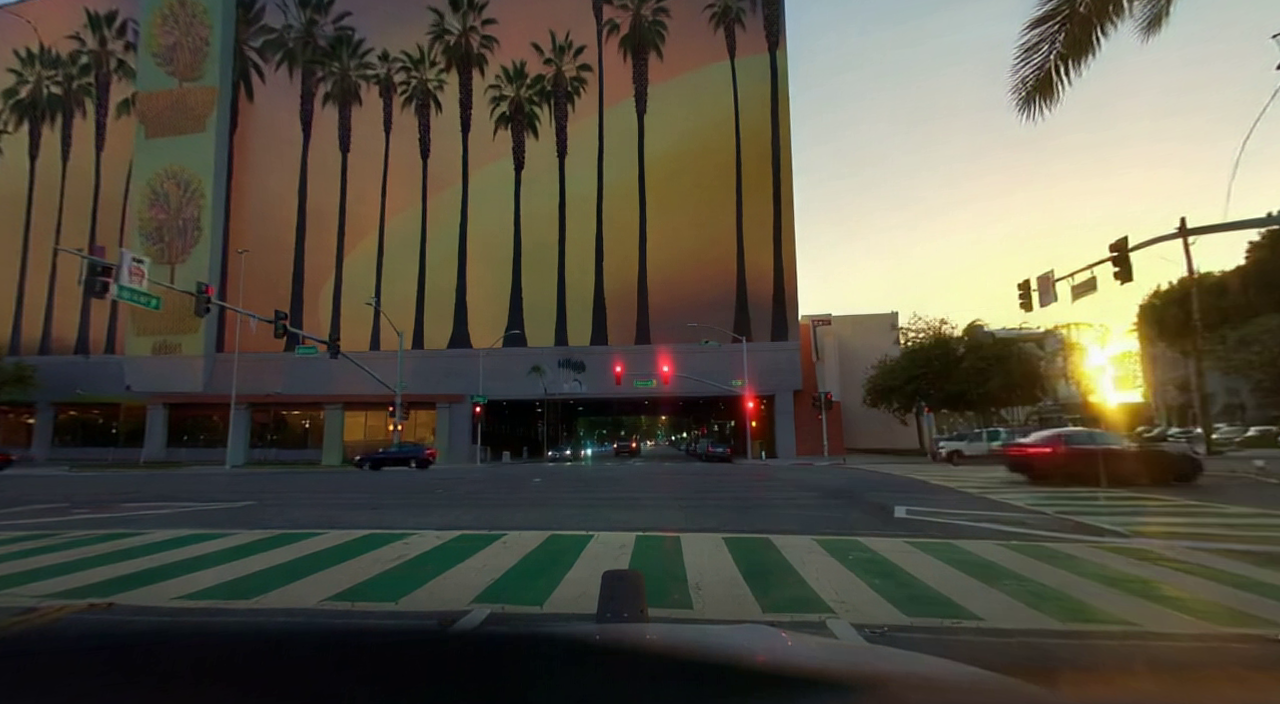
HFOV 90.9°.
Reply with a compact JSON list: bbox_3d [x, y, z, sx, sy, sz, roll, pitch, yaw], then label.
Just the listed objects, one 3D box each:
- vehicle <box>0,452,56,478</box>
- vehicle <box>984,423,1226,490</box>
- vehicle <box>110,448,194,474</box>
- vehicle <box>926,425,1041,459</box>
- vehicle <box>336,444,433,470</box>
[{"bbox_3d":[-38.115,6.715,37.531,4.784,1.465,1.798,0,-8,0],"label":"vehicle"},{"bbox_3d":[12.257,2.777,16.890,4.875,1.669,1.953,0,-8,0],"label":"vehicle"},{"bbox_3d":[-33.070,7.399,42.766,4.136,1.661,1.857,0,-8,0],"label":"vehicle"},{"bbox_3d":[20.071,5.302,37.038,5.477,1.880,2.125,0,-8,1],"label":"vehicle"},{"bbox_3d":[-14.916,6.170,37.010,4.893,1.458,1.791,0,-8,1],"label":"vehicle"}]
